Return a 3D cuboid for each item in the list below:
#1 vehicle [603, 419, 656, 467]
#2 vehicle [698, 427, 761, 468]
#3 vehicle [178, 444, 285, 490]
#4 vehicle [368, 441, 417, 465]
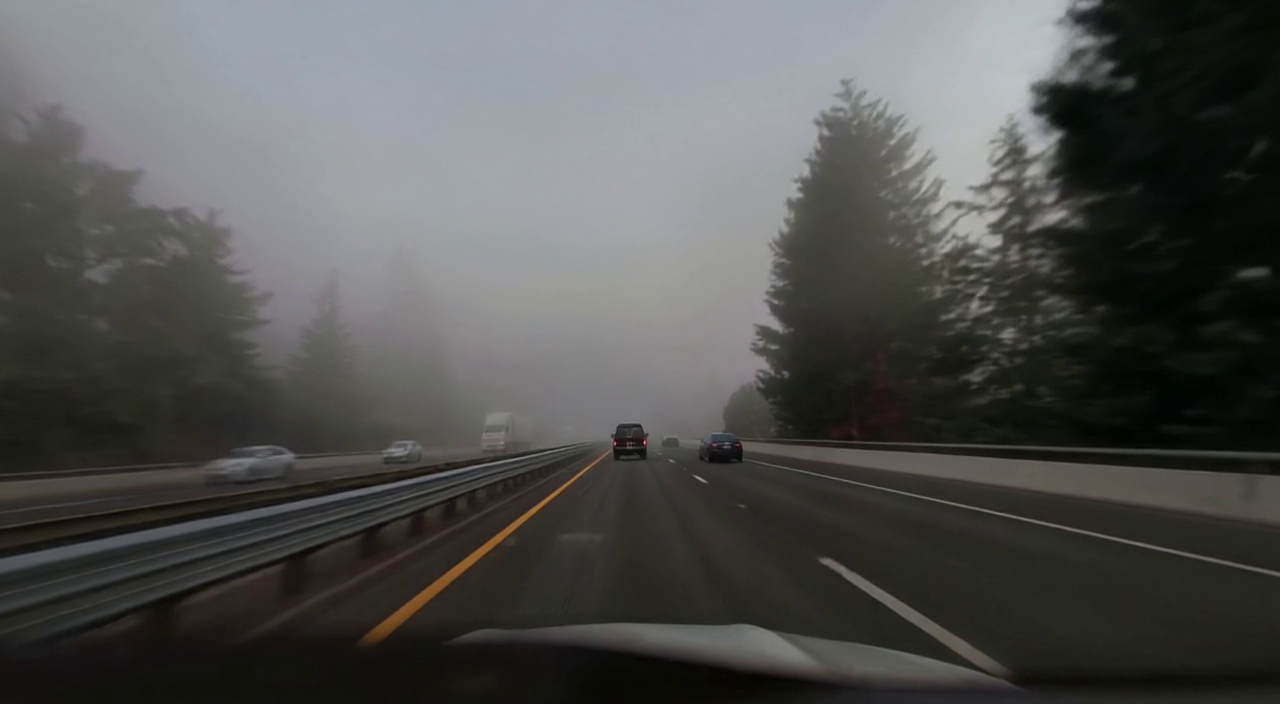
[{"bbox_3d":[-0.515,4.216,29.359,2.270,2.044,4.633,0,-8,-1],"label":"vehicle"},{"bbox_3d":[3.727,4.040,26.875,1.981,1.606,3.956,0,-8,-2],"label":"vehicle"},{"bbox_3d":[-15.178,4.244,23.641,1.764,1.465,3.584,-1,-8,-3],"label":"vehicle"},{"bbox_3d":[-17.120,7.013,43.780,1.859,1.540,4.165,0,-8,-2],"label":"vehicle"}]
